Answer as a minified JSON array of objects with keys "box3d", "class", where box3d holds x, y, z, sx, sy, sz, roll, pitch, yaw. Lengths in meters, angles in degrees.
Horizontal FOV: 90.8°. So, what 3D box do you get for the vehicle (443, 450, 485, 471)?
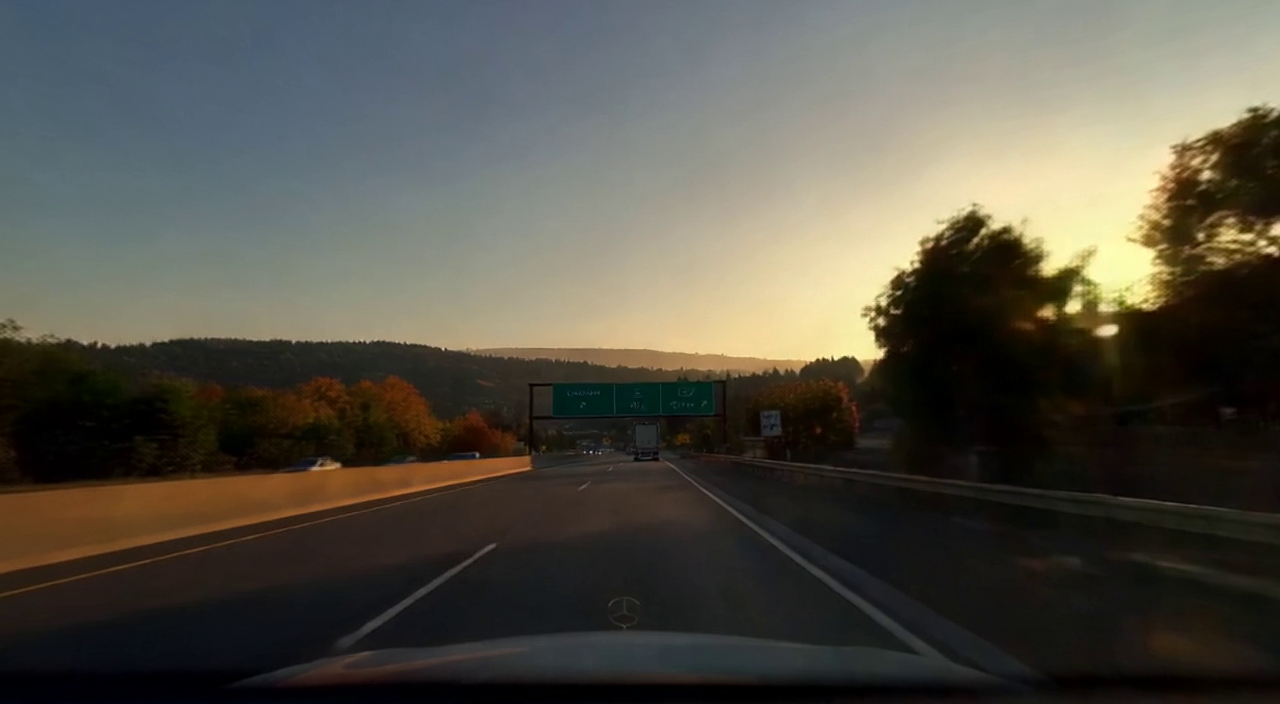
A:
[{"box3d":[-13.023,8.027,46.854,1.833,1.431,4.206,0,-9,1],"class":"vehicle"}]
